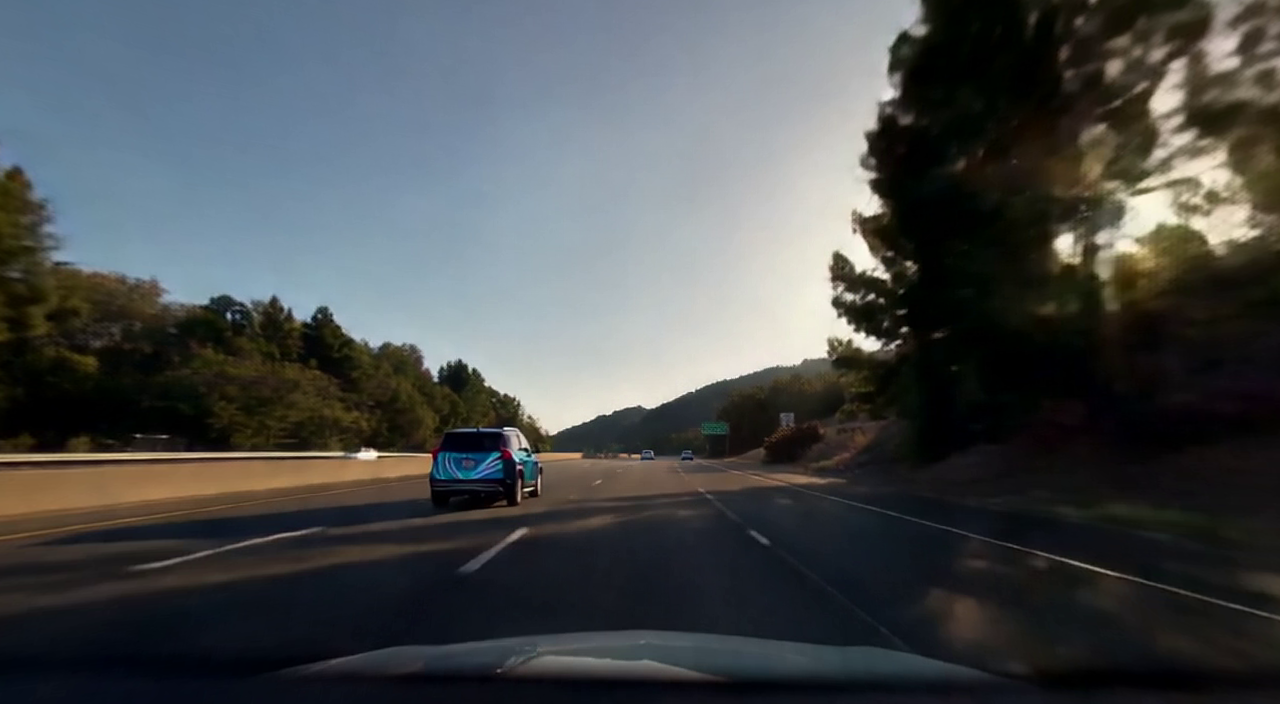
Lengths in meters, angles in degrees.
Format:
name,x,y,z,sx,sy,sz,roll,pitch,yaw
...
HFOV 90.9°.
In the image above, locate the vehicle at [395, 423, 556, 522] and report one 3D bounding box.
name,x,y,z,sx,sy,sz,roll,pitch,yaw
vehicle,-3.353,2.562,14.013,2.183,1.803,4.685,0,-8,2
